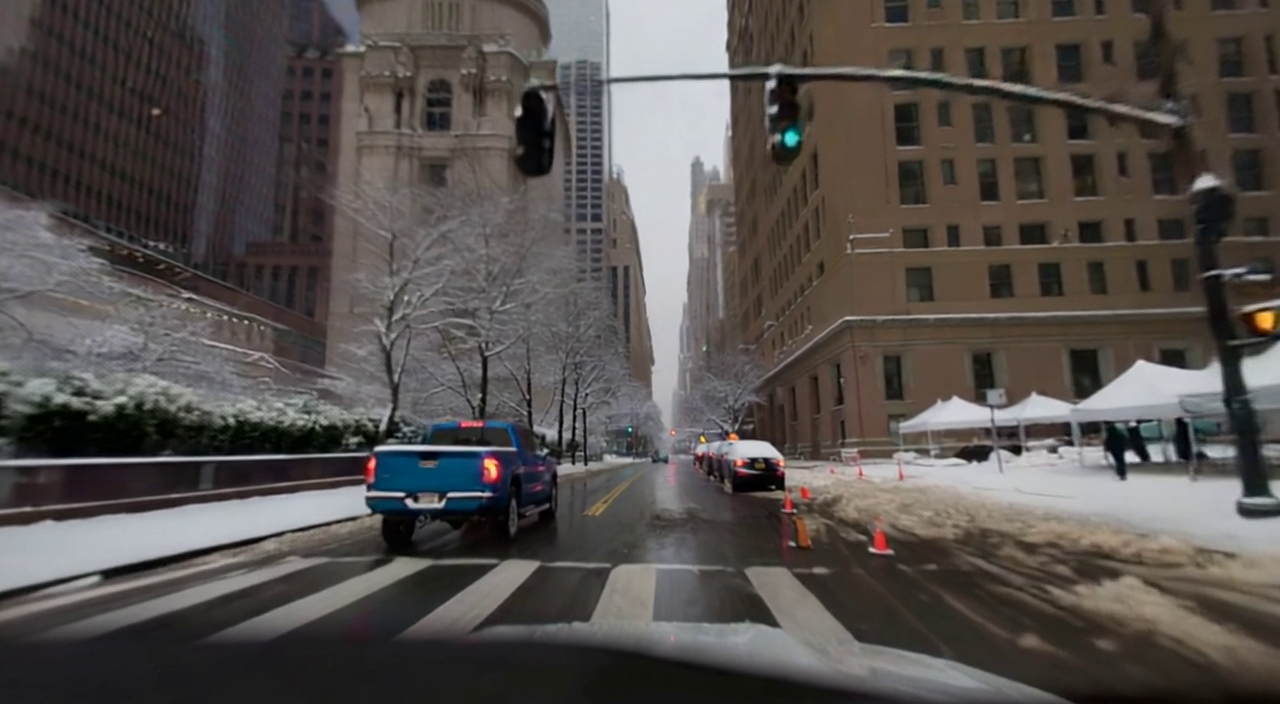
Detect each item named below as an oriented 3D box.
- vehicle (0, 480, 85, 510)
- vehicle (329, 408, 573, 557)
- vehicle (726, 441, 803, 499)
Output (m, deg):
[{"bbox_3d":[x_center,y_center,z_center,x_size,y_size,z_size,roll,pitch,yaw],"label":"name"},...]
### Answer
[{"bbox_3d":[-44.631,10.590,46.970,2.038,1.810,5.702,1,-9,-9],"label":"vehicle"},{"bbox_3d":[-2.841,2.210,11.340,2.452,1.954,5.653,-1,-9,2],"label":"vehicle"},{"bbox_3d":[3.790,3.674,19.882,2.023,1.607,4.225,-2,-9,7],"label":"vehicle"}]
